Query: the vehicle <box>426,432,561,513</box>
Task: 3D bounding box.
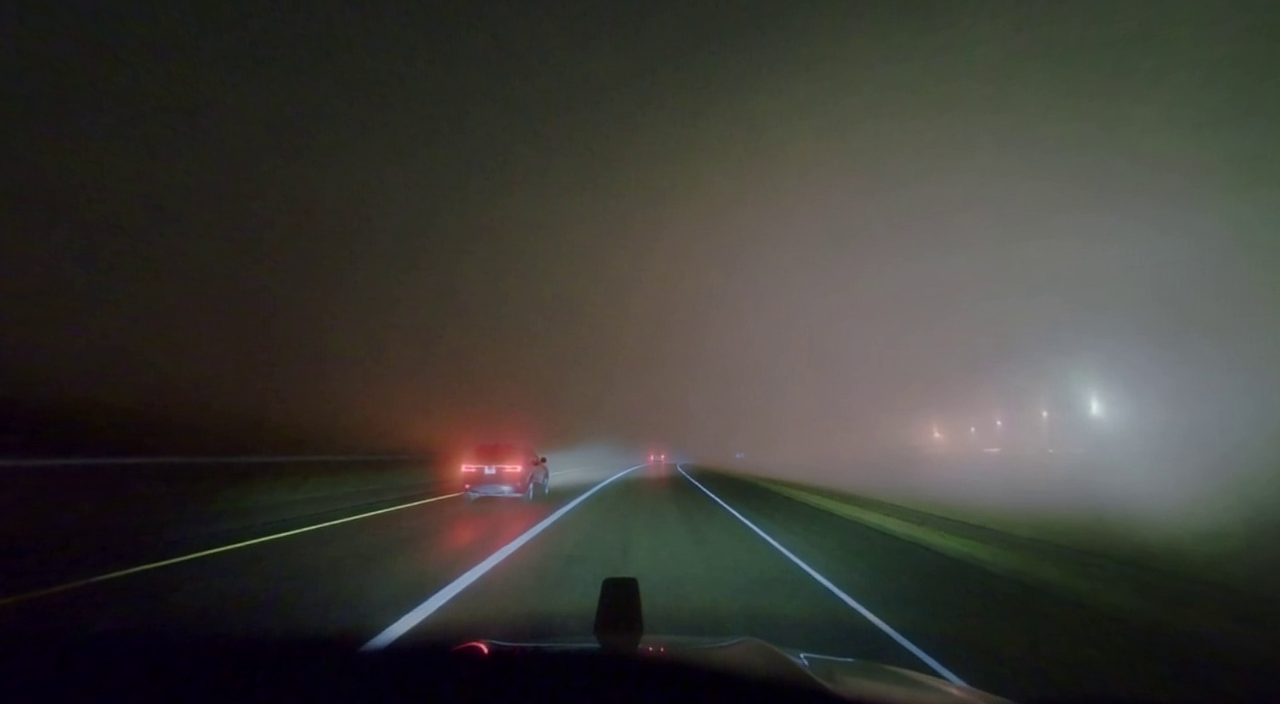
[{"bbox_3d":[-3.570,3.059,16.466,2.193,1.771,4.757,0,-9,2],"label":"vehicle"}]
